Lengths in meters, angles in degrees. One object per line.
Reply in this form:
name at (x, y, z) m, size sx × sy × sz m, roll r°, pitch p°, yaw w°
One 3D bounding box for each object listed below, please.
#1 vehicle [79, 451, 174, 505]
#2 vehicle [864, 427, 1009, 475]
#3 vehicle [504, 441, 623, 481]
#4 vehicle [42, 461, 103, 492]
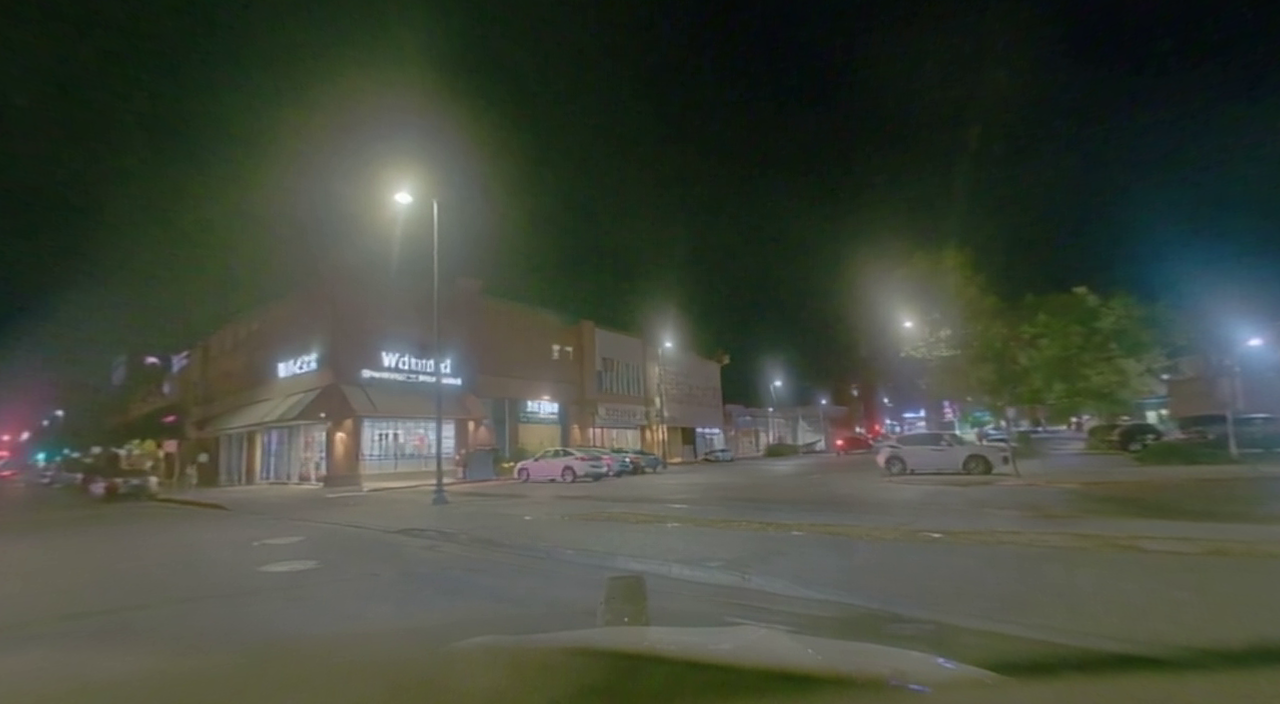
vehicle at (-21.418, 5.148, 26.235) m, size 4.748 × 2.013 × 2.150 m, roll -9°, pitch -12°, yaw 41°
vehicle at (11.394, 3.822, 24.380) m, size 4.706 × 1.663 × 1.993 m, roll -6°, pitch -10°, yaw 34°
vehicle at (-3.319, 4.734, 27.477) m, size 4.814 × 1.618 × 1.869 m, roll -3°, pitch -9°, yaw 19°
vehicle at (-34.497, 7.510, 38.273) m, size 4.194 × 1.691 × 2.053 m, roll -7°, pitch -11°, yaw 40°
